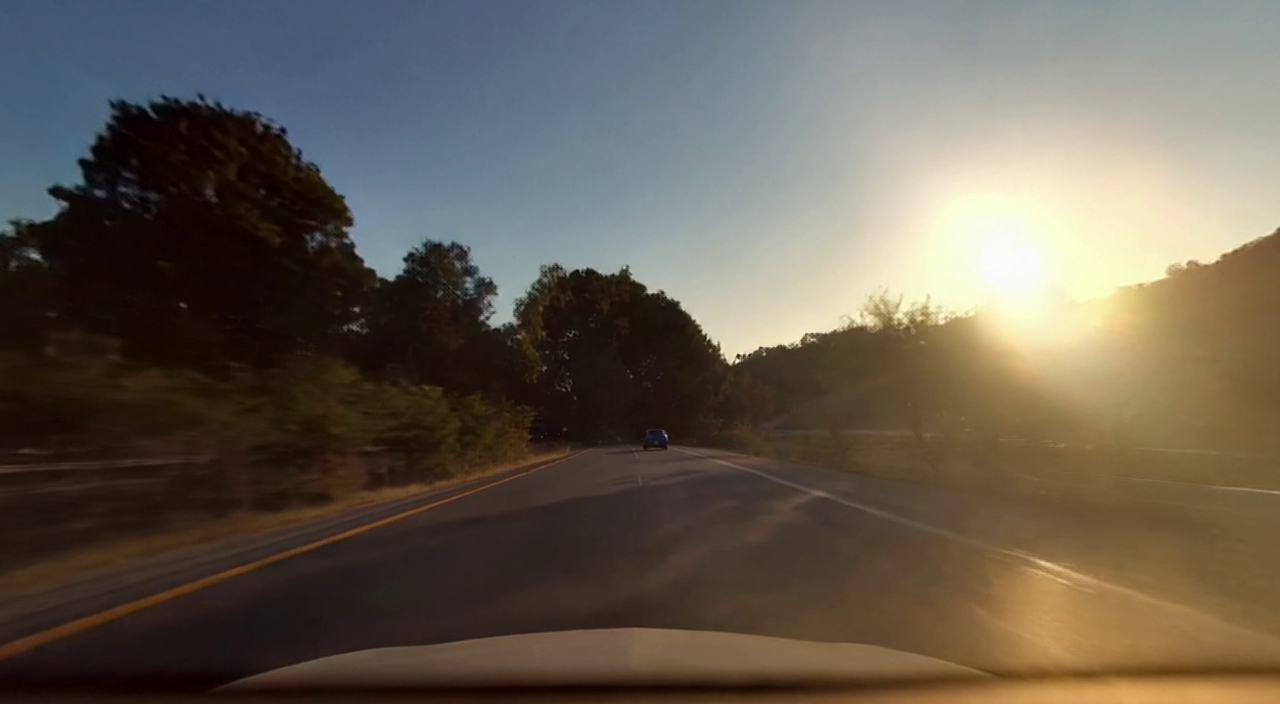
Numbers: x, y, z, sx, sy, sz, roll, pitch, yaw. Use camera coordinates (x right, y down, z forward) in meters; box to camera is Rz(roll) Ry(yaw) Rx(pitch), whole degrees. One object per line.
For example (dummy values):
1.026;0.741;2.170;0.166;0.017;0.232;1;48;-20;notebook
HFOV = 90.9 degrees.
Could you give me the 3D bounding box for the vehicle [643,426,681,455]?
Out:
1.373;5.796;41.336;2.240;1.801;4.545;0;-8;-2;vehicle
